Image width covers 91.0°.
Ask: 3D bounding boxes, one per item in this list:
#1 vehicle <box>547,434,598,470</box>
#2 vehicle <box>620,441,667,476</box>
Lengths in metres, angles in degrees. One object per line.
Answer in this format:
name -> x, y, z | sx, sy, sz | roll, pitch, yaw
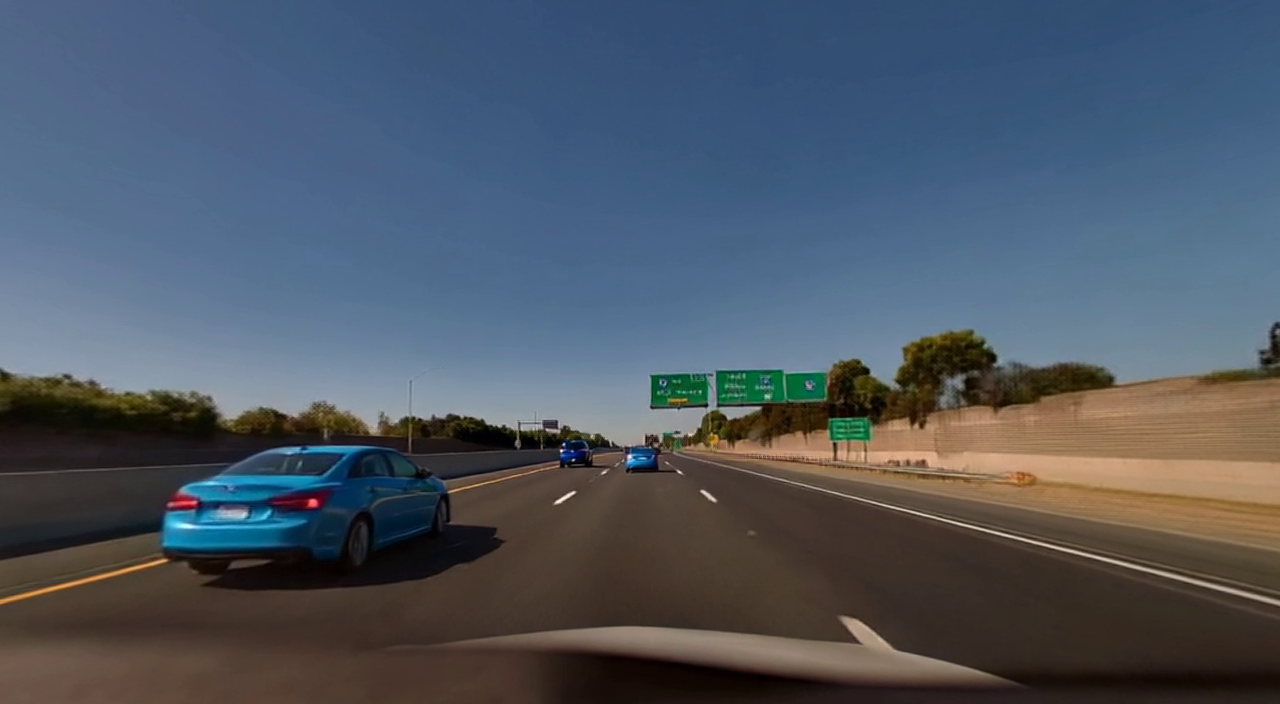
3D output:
vehicle -> -3.730, 5.681, 35.880 | 2.264, 1.901, 4.647 | 0, -9, 2
vehicle -> 0.179, 5.054, 30.165 | 2.086, 1.548, 4.325 | 0, -9, 1
